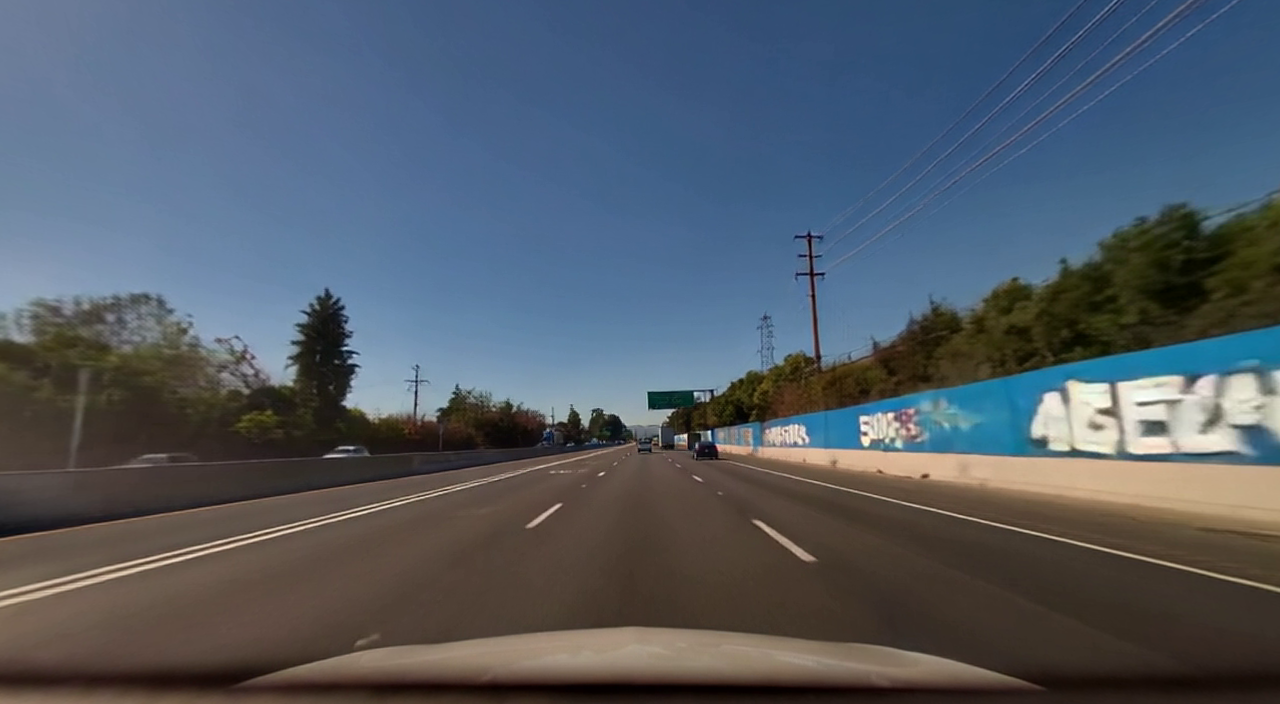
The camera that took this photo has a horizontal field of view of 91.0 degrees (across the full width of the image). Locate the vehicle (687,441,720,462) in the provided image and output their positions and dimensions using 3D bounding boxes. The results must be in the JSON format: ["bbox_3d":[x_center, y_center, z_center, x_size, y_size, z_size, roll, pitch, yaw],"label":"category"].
[{"bbox_3d":[4.630,7.311,46.407,1.991,1.494,3.951,0,-8,0],"label":"vehicle"}]

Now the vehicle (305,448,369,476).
[{"bbox_3d":[-19.356,7.018,40.387,1.898,1.616,4.330,0,-8,1],"label":"vehicle"}]
